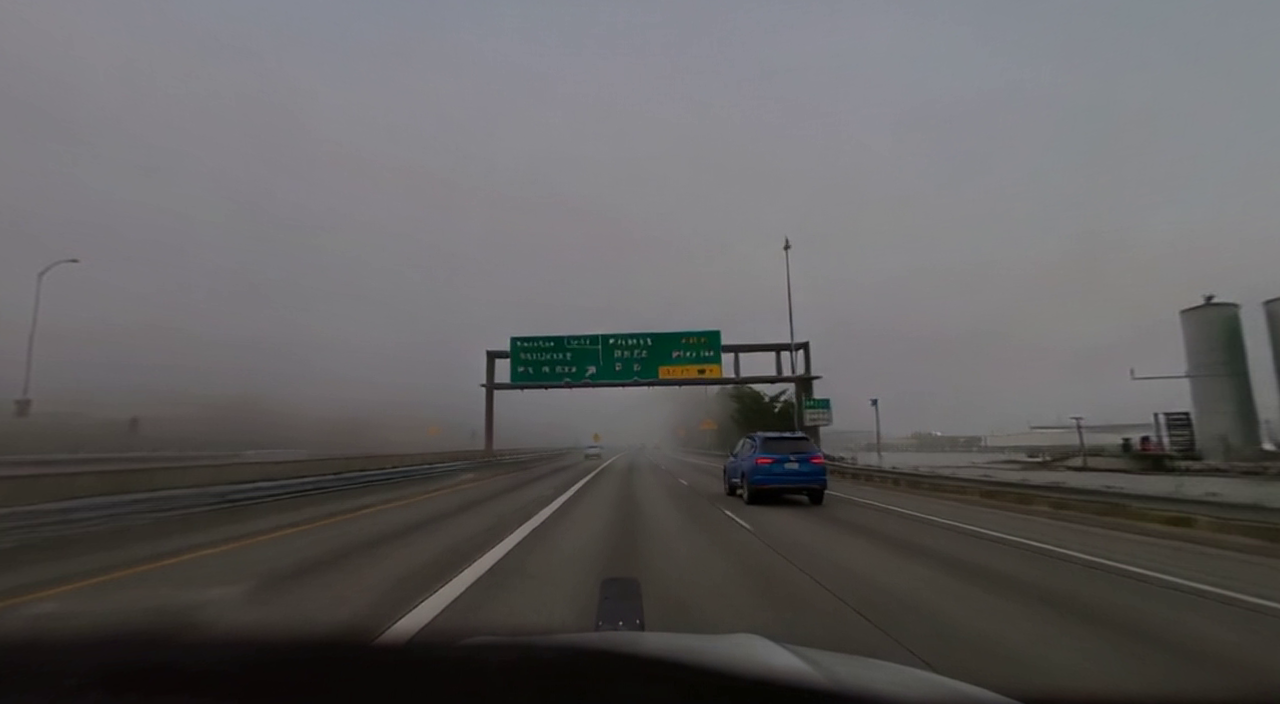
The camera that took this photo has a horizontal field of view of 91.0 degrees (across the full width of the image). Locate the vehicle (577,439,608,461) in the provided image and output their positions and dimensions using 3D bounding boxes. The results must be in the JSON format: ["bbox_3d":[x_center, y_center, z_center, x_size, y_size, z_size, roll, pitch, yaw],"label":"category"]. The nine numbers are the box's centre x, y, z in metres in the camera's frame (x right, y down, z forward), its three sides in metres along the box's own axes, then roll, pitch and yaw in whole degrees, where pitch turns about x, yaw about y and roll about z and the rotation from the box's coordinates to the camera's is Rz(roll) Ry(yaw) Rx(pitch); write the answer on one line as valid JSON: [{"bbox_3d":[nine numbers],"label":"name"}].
[{"bbox_3d":[-3.676,7.677,49.369,2.012,1.571,4.232,0,-9,0],"label":"vehicle"}]

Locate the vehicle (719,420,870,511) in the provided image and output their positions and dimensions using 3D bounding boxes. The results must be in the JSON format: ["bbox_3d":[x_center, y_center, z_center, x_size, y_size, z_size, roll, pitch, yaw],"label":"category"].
[{"bbox_3d":[3.409,2.654,15.163,2.296,1.790,5.067,0,-9,0],"label":"vehicle"}]
